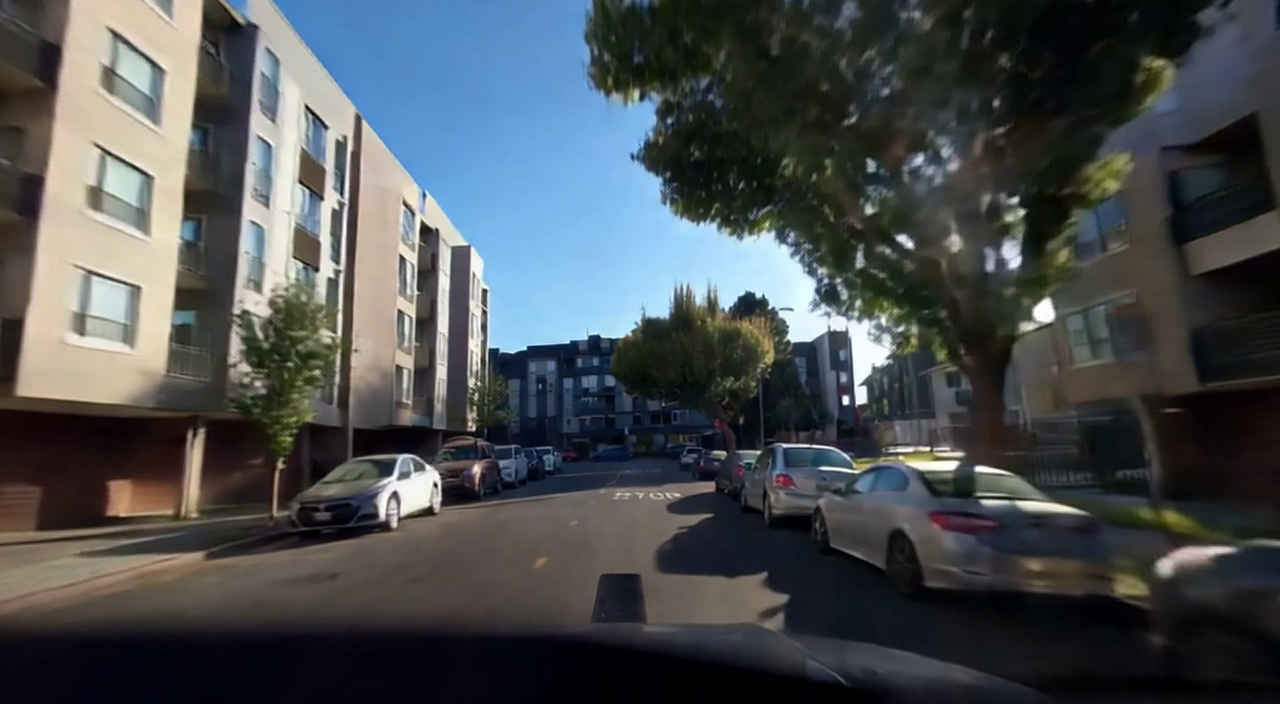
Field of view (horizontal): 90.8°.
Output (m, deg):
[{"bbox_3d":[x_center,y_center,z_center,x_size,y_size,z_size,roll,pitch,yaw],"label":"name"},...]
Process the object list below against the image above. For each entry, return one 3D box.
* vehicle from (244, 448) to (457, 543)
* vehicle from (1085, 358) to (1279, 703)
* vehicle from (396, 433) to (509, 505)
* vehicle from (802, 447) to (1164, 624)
[{"bbox_3d":[-5.441,2.724,12.826,2.119,1.500,4.953,0,-8,-2],"label":"vehicle"},{"bbox_3d":[3.647,0.714,1.321,2.063,1.729,4.538,0,-9,0],"label":"vehicle"},{"bbox_3d":[-5.619,3.558,19.661,2.216,1.953,4.553,0,-8,-2],"label":"vehicle"},{"bbox_3d":[3.341,1.814,7.297,1.835,1.420,4.186,0,-9,0],"label":"vehicle"}]
